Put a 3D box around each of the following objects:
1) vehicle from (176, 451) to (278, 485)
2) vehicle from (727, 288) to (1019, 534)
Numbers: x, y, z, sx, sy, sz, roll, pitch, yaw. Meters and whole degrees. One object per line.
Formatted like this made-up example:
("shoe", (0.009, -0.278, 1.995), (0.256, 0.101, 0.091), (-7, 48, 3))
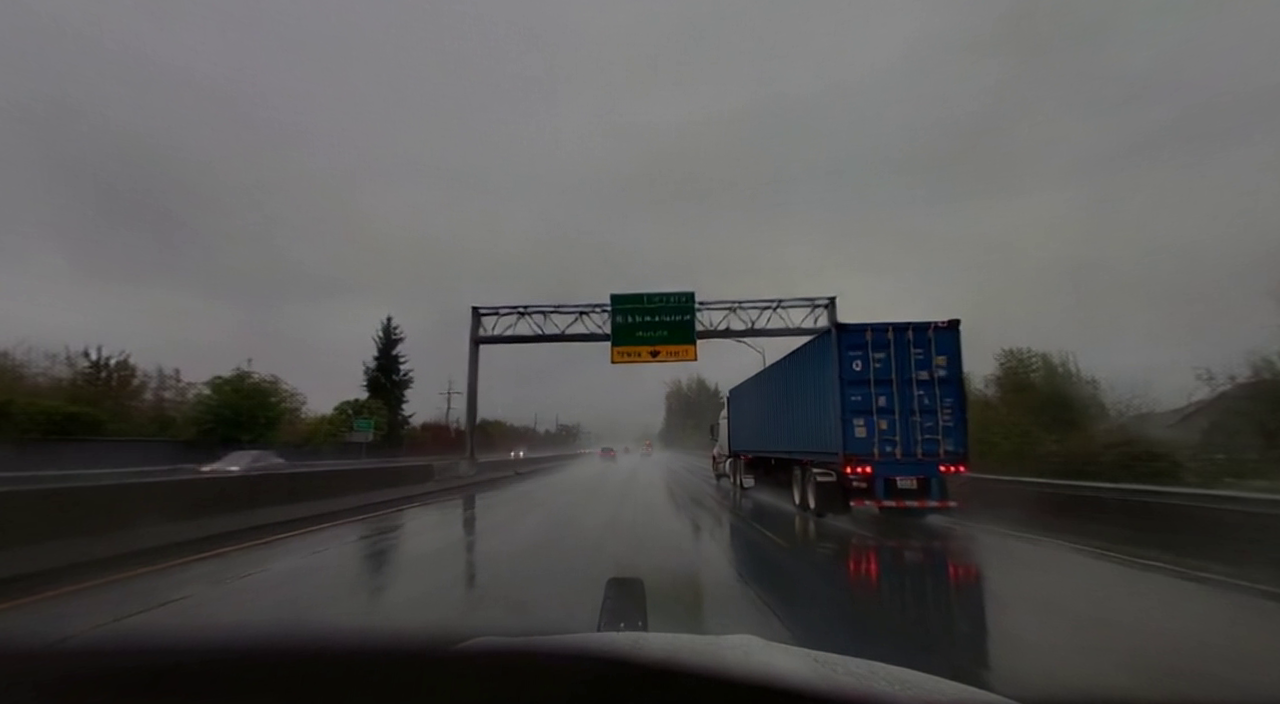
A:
("vehicle", (-19.818, 5.545, 30.511), (1.934, 1.490, 4.366), (0, -9, 0))
("vehicle", (4.662, 1.923, 16.802), (2.821, 4.046, 12.876), (0, -9, 0))
